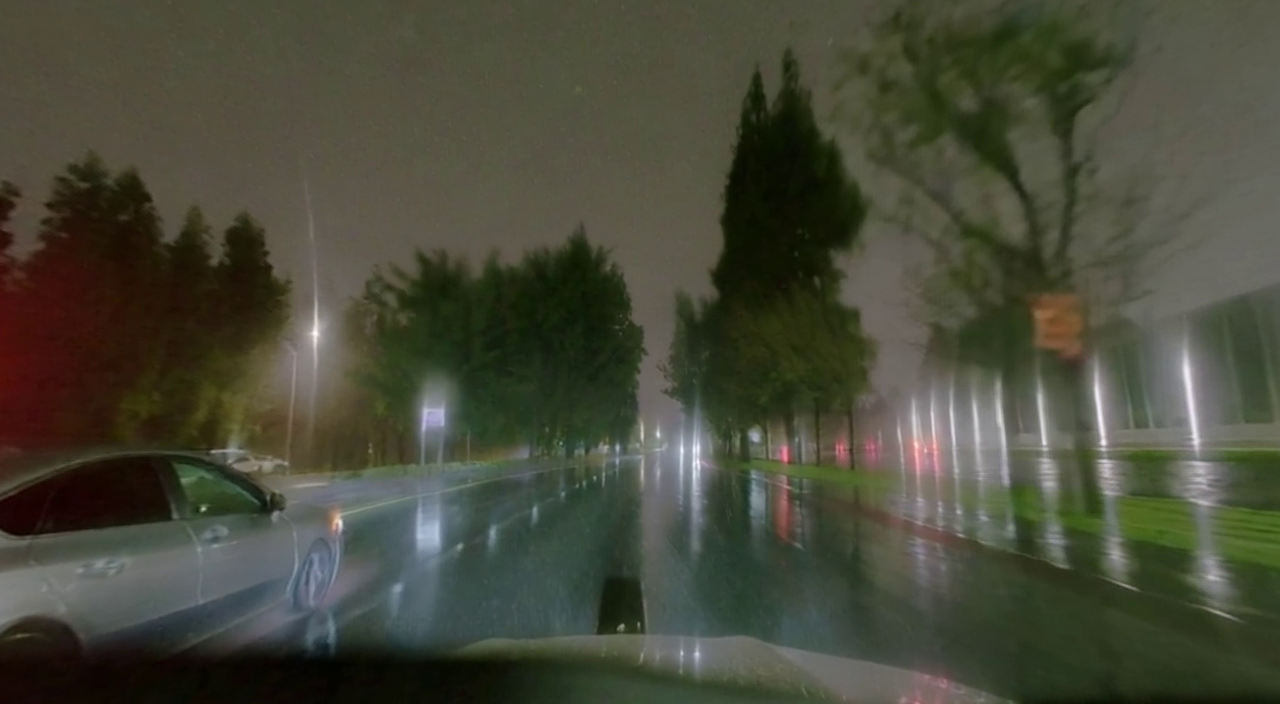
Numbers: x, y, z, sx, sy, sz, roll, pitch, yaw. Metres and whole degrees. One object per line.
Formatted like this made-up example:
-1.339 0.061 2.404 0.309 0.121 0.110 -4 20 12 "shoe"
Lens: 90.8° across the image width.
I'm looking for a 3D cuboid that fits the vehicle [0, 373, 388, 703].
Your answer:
-3.194 1.007 3.368 1.915 1.521 4.283 0 -8 0 "vehicle"
